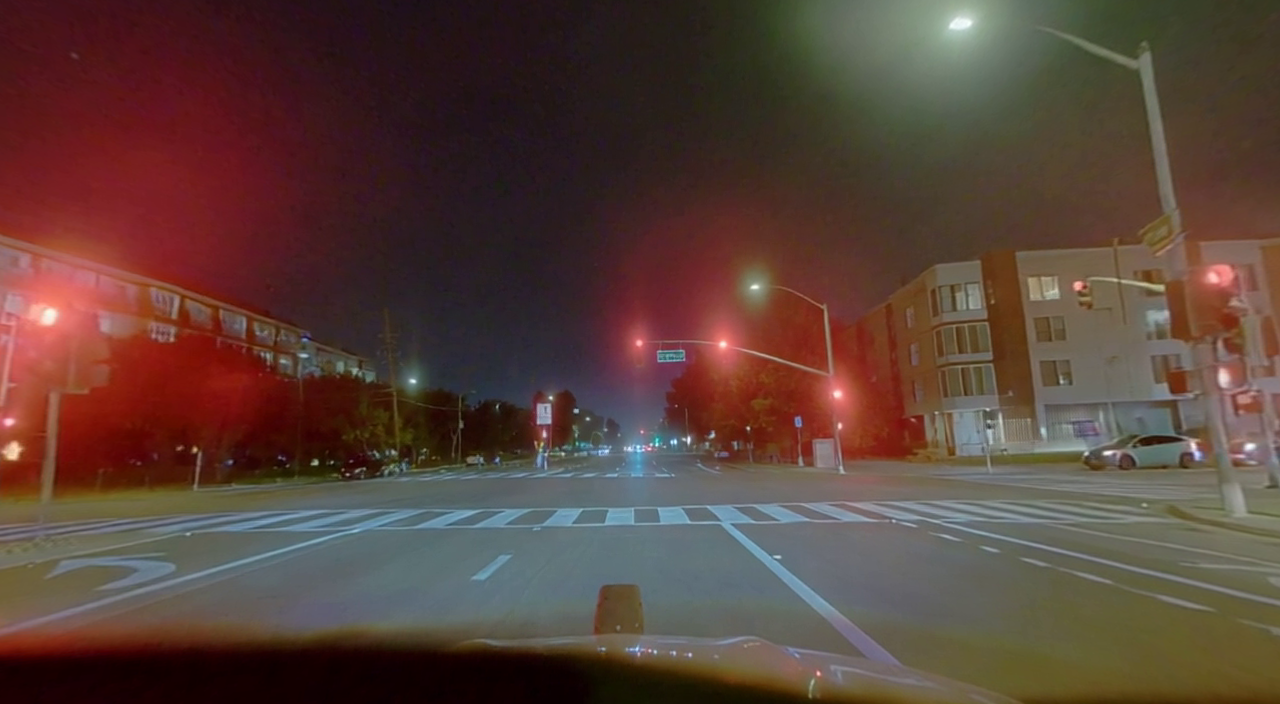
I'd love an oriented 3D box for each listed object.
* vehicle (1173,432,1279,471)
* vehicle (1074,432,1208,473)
[{"bbox_3d":[27.344,4.477,28.468,4.910,1.644,2.032,0,-9,-5],"label":"vehicle"},{"bbox_3d":[22.104,4.443,27.987,4.323,1.746,1.872,0,-9,-3],"label":"vehicle"}]
